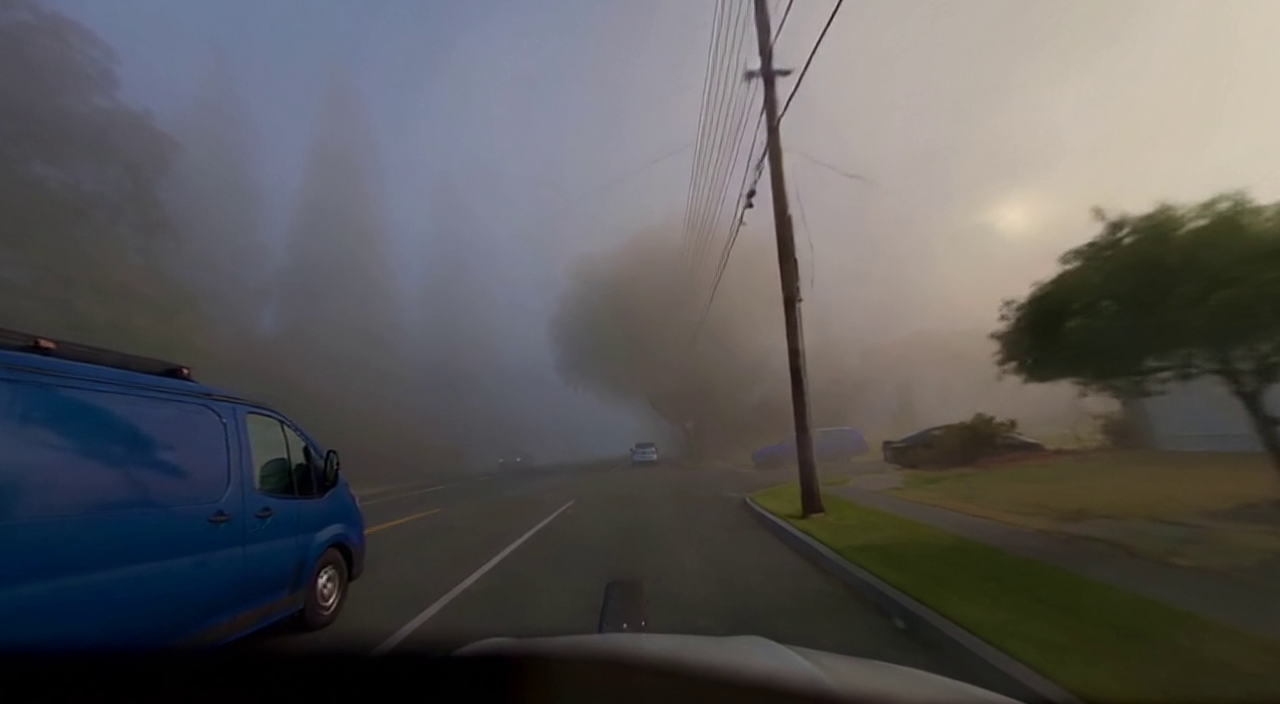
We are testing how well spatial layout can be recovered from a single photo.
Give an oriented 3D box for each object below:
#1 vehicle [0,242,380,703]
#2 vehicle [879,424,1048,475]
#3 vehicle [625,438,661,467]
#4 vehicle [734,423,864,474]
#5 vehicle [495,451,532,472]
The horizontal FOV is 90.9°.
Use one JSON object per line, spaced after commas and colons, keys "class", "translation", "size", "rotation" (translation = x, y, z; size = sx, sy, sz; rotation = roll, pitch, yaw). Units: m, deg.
{"class": "vehicle", "translation": [-3.510, 0.724, 2.553], "size": [2.336, 2.152, 5.866], "rotation": [0, -8, 1]}
{"class": "vehicle", "translation": [10.177, 3.099, 20.099], "size": [4.295, 1.505, 1.918], "rotation": [0, -8, 1]}
{"class": "vehicle", "translation": [0.185, 6.234, 39.262], "size": [2.120, 1.718, 3.909], "rotation": [0, -8, 1]}
{"class": "vehicle", "translation": [6.769, 4.124, 27.010], "size": [5.012, 1.711, 2.457], "rotation": [-7, -8, 15]}
{"class": "vehicle", "translation": [-9.380, 8.113, 47.004], "size": [1.844, 1.454, 4.288], "rotation": [0, -8, 1]}
